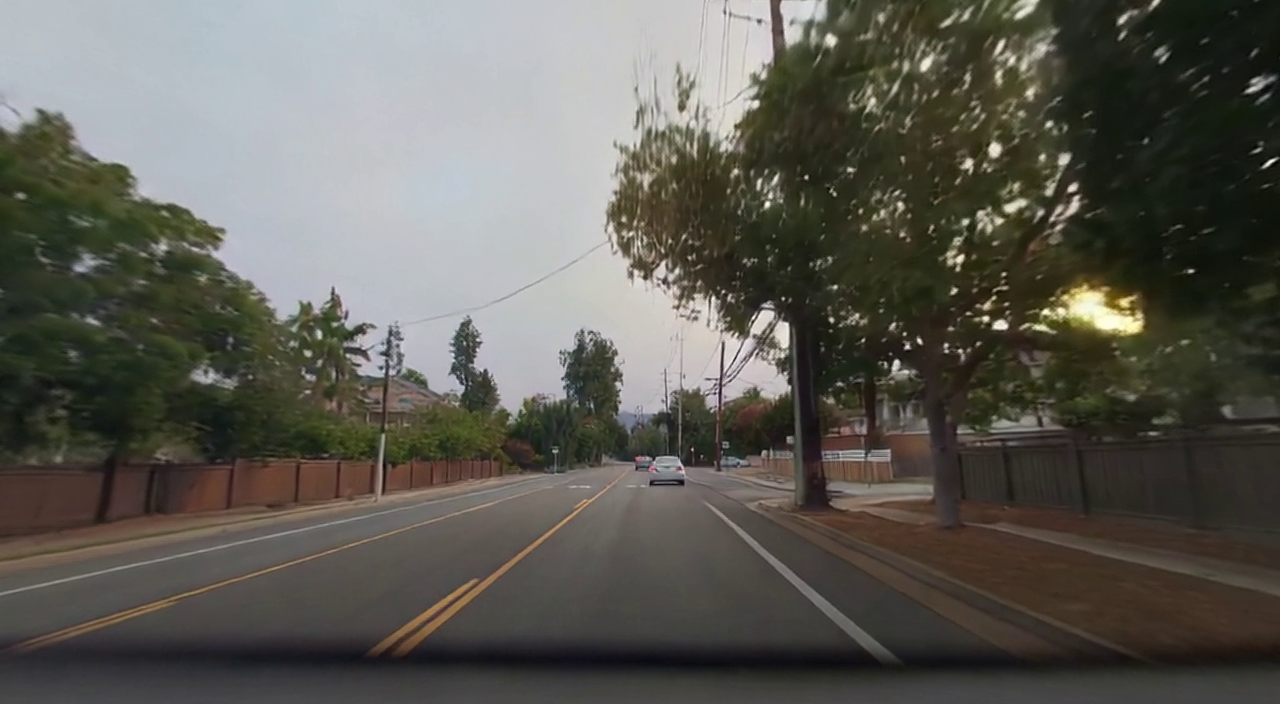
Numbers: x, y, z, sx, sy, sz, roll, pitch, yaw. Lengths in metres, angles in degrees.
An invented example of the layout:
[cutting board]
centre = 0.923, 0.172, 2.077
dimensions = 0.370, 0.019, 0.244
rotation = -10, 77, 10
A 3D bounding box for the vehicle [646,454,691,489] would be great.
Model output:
[vehicle]
centre = 1.296, 5.661, 30.196
dimensions = 1.975, 1.497, 3.647
rotation = 0, -9, 1
